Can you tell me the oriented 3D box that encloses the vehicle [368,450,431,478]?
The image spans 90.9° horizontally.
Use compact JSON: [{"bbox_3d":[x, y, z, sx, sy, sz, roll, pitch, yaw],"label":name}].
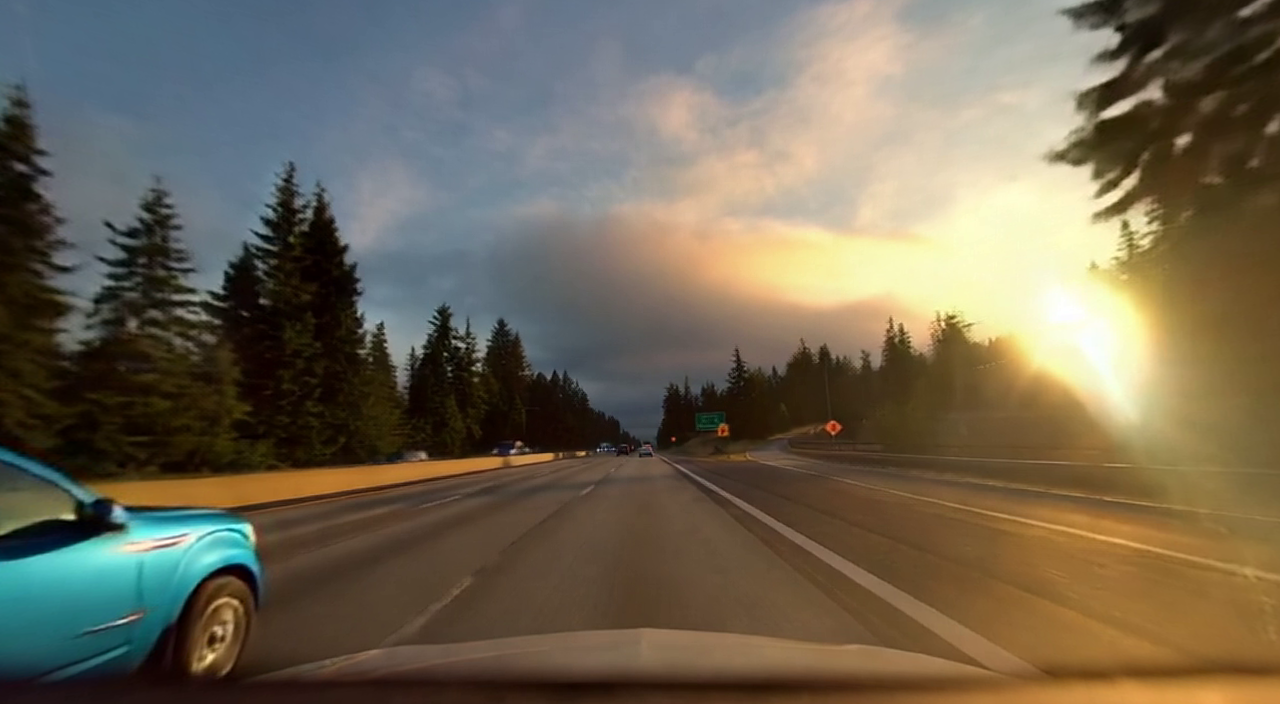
[{"bbox_3d":[-14.549,6.802,38.458,1.907,1.499,4.804,0,-8,1],"label":"vehicle"}]
